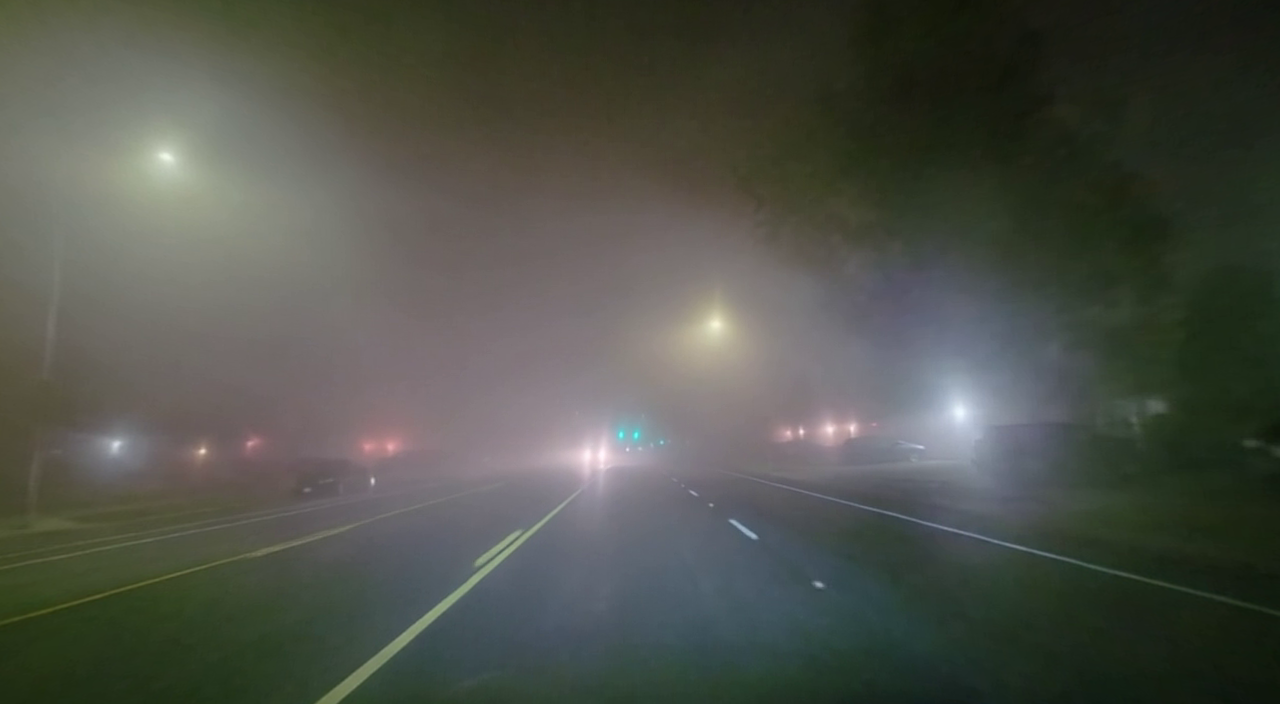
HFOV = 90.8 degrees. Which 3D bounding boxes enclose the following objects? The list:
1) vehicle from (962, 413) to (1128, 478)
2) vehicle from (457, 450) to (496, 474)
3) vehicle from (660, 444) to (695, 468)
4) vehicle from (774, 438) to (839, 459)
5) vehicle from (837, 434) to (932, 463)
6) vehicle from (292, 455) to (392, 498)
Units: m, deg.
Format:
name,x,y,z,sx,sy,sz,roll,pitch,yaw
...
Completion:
name,x,y,z,sx,sy,sz,roll,pitch,yaw
vehicle,11.970,2.827,19.147,2.044,1.716,4.637,0,-9,2
vehicle,-12.330,8.307,48.002,1.822,1.699,4.791,0,-9,-2
vehicle,2.574,7.289,44.348,1.983,1.557,4.078,0,-9,-3
vehicle,12.140,7.066,46.232,4.183,1.516,1.884,0,-8,2
vehicle,12.812,5.068,33.218,4.237,1.476,1.743,0,-9,0
vehicle,-11.634,4.856,25.015,1.851,1.459,4.295,0,-9,0
